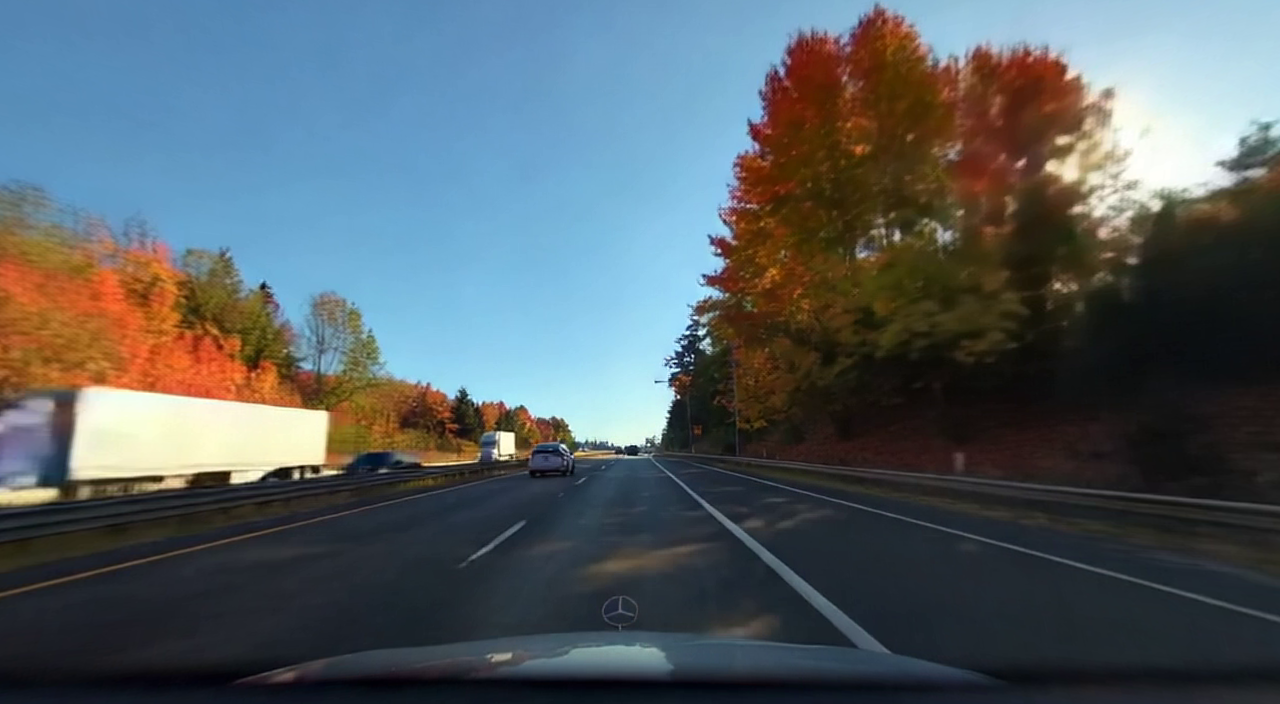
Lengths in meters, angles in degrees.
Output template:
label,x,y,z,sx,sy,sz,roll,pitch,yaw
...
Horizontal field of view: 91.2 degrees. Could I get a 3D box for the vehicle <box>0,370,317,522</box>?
label,x,y,z,sx,sy,sz,roll,pitch,yaw
vehicle,-18.643,3.783,24.769,2.955,4.035,16.775,0,-9,0

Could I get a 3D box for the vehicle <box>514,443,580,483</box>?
label,x,y,z,sx,sy,sz,roll,pitch,yaw
vehicle,-3.999,4.859,27.759,2.153,1.577,4.707,0,-9,1

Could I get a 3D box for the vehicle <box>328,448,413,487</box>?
label,x,y,z,sx,sy,sz,roll,pitch,yaw
vehicle,-11.451,4.919,26.964,1.885,1.517,3.993,0,-9,0
